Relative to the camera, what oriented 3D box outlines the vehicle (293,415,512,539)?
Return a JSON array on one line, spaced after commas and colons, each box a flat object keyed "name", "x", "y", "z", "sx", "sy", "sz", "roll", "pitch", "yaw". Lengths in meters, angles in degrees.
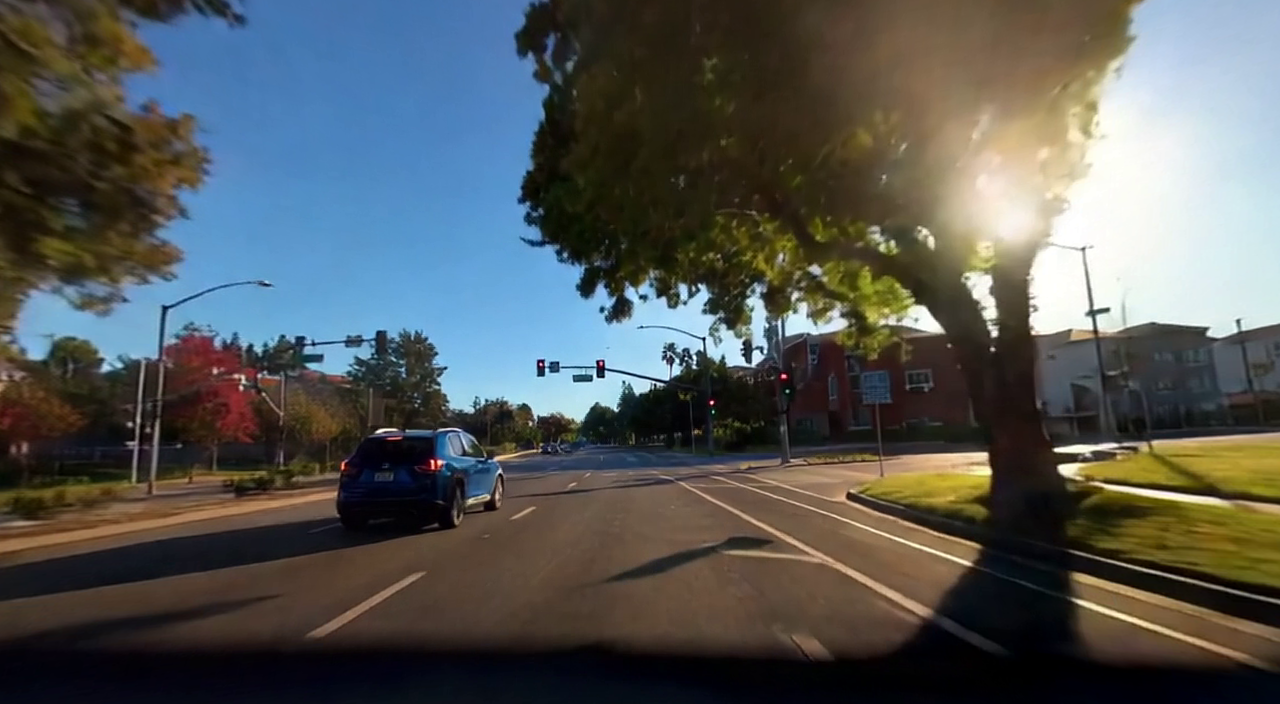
[{"name": "vehicle", "x": -3.797, "y": 2.096, "z": 11.166, "sx": 2.121, "sy": 1.724, "sz": 4.392, "roll": 0, "pitch": -9, "yaw": 0}]
